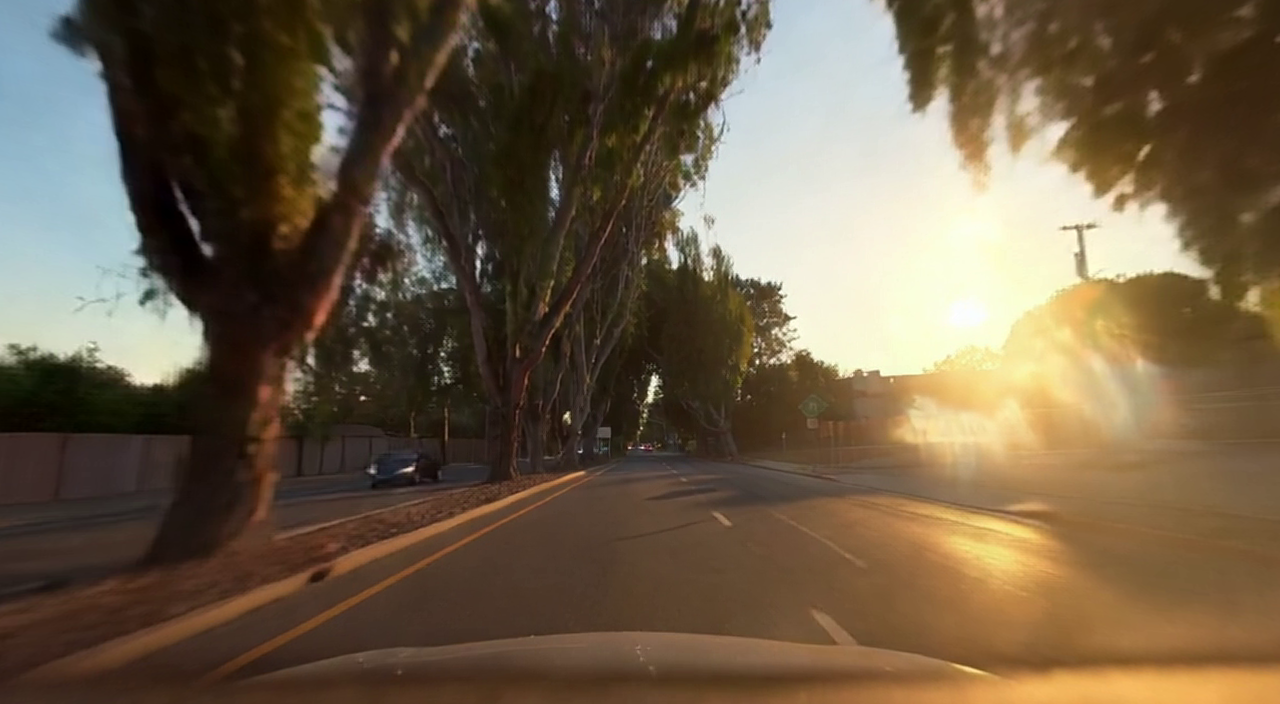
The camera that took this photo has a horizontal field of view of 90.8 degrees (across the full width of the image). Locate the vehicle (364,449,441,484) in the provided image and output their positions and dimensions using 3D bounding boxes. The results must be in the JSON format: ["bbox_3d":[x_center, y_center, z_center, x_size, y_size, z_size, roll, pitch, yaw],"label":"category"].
[{"bbox_3d":[-10.834,5.248,29.208,1.825,1.473,4.357,0,-9,1],"label":"vehicle"}]
